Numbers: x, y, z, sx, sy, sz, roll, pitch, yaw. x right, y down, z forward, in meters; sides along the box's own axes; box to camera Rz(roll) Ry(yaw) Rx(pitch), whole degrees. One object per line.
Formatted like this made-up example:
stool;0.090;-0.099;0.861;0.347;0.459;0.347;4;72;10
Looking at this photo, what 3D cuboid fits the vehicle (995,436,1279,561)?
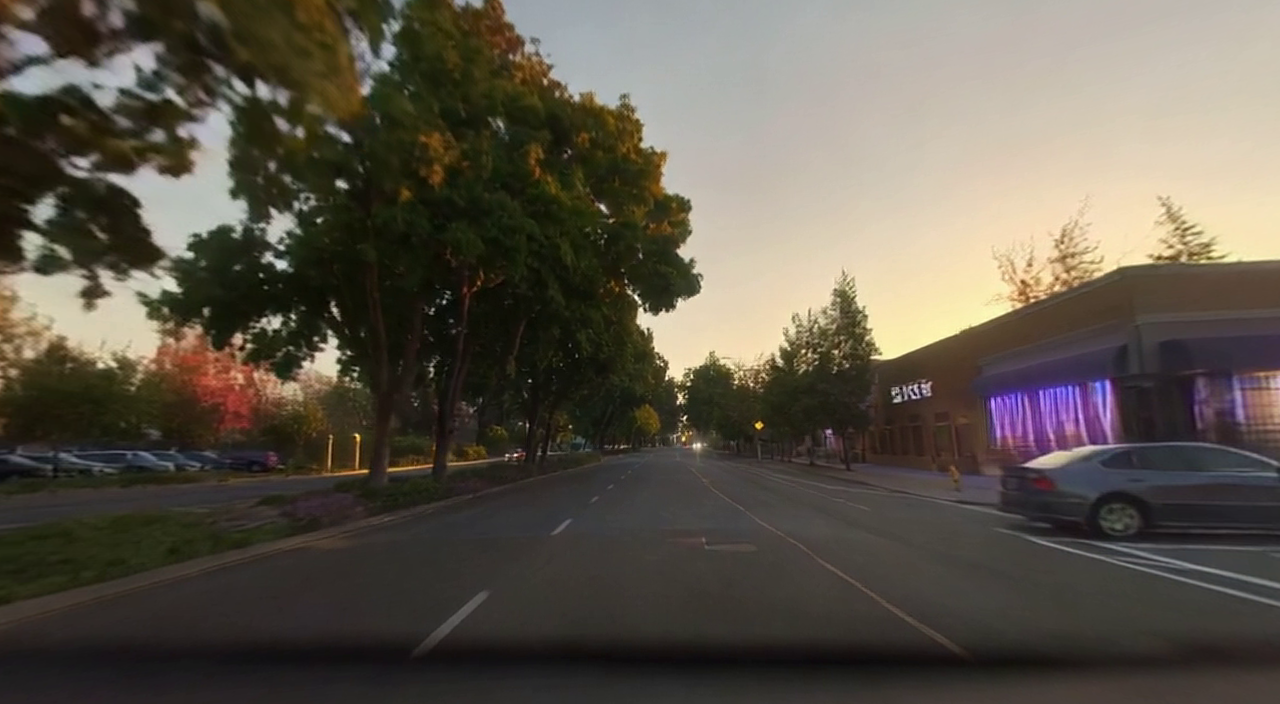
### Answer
vehicle;7.764;1.943;8.802;4.733;1.499;2.000;-4;-9;26
